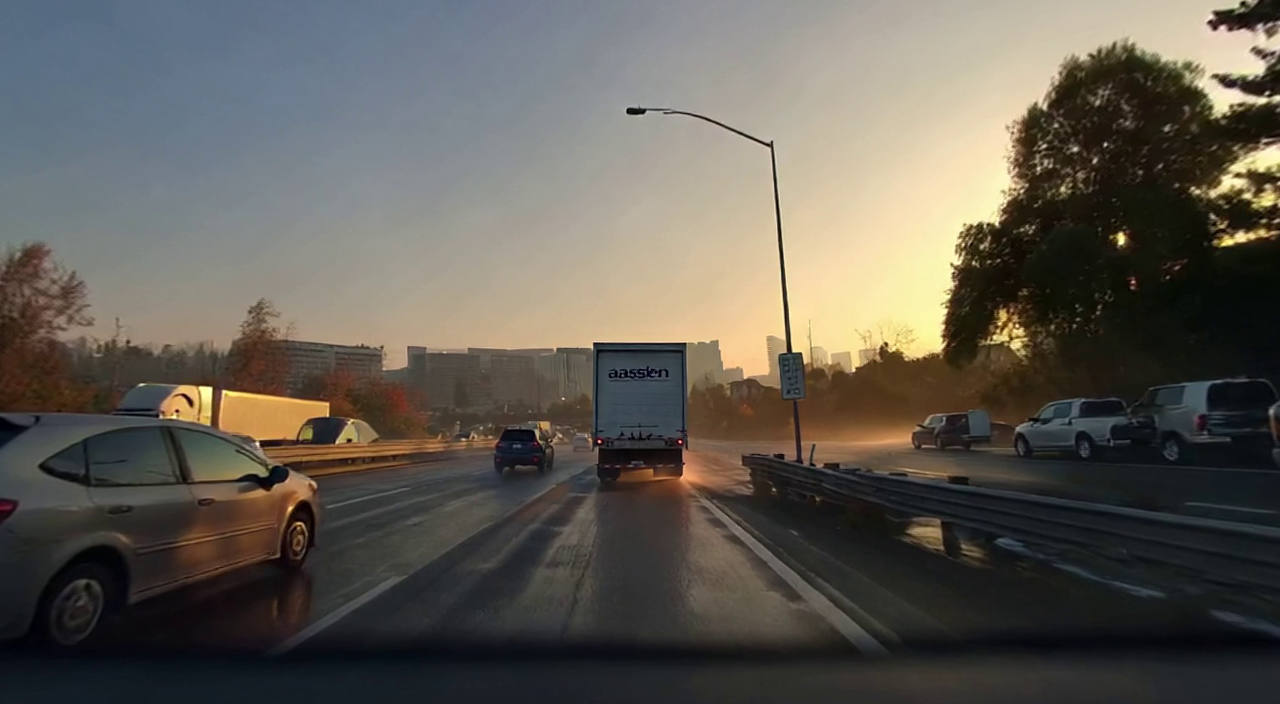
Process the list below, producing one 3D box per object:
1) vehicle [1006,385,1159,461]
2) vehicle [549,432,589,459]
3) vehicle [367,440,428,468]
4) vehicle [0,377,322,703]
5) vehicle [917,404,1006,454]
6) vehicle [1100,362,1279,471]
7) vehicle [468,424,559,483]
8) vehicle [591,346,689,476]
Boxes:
[{"bbox_3d":[19.378,3.219,28.062,2.443,3.006,5.844,0,-8,0],"label":"vehicle"},{"bbox_3d":[-4.184,5.603,37.702,1.921,1.524,3.912,0,-8,0],"label":"vehicle"},{"bbox_3d":[-15.390,6.453,40.189,1.948,1.625,4.708,0,-8,0],"label":"vehicle"},{"bbox_3d":[-3.665,0.925,3.033,1.964,1.507,4.361,0,-8,0],"label":"vehicle"},{"bbox_3d":[18.965,4.600,37.489,2.432,2.753,5.388,0,-8,1],"label":"vehicle"},{"bbox_3d":[19.128,2.247,21.124,2.595,3.137,6.079,0,-8,0],"label":"vehicle"},{"bbox_3d":[-3.707,3.043,19.186,1.946,1.599,4.073,0,-8,0],"label":"vehicle"},{"bbox_3d":[-0.052,2.641,26.005,3.171,4.204,11.036,0,-8,-1],"label":"vehicle"}]
